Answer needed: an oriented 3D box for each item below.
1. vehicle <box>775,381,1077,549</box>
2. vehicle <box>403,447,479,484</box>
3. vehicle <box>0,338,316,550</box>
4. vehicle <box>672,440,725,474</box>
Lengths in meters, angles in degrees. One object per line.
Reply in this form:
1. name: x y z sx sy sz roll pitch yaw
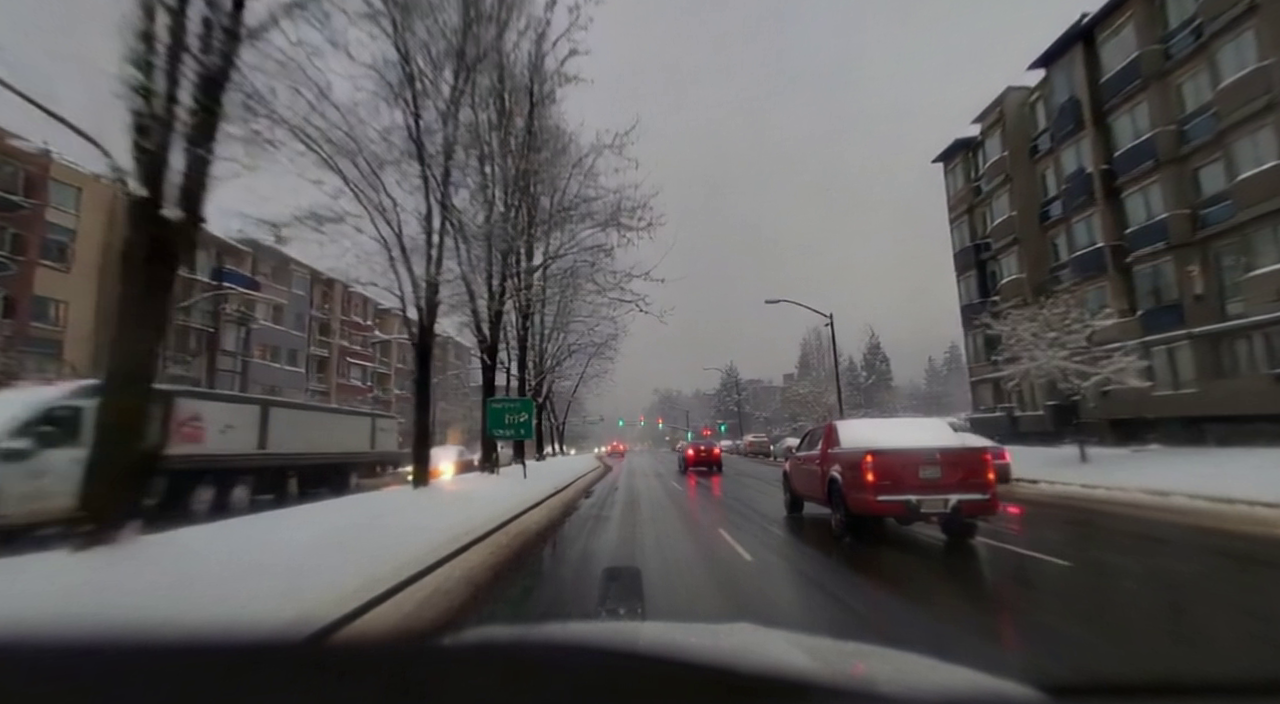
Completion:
1. vehicle: 4.053 1.790 10.555 2.427 2.017 5.763 0 -9 1
2. vehicle: -8.768 5.034 28.266 1.949 1.503 4.388 0 -9 0
3. vehicle: -12.172 2.224 15.086 3.059 3.478 10.986 0 -9 0
4. vehicle: 2.703 5.003 30.292 2.003 1.480 4.494 0 -9 -1
